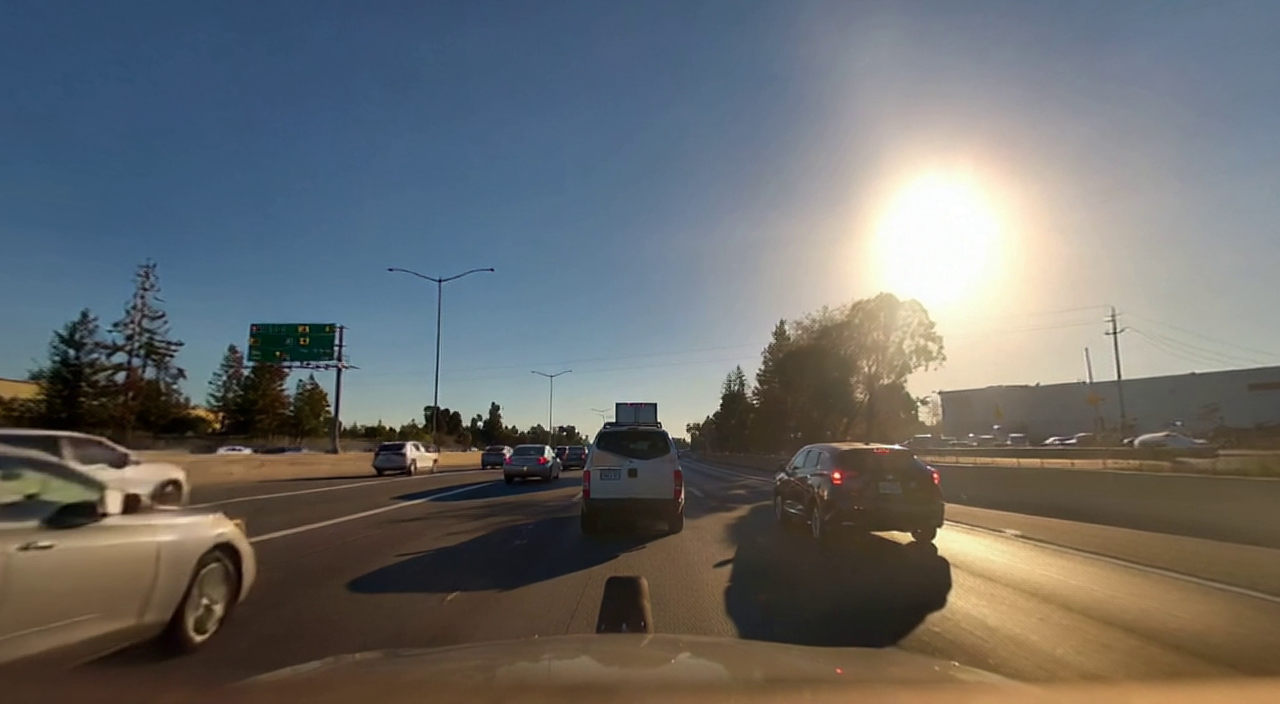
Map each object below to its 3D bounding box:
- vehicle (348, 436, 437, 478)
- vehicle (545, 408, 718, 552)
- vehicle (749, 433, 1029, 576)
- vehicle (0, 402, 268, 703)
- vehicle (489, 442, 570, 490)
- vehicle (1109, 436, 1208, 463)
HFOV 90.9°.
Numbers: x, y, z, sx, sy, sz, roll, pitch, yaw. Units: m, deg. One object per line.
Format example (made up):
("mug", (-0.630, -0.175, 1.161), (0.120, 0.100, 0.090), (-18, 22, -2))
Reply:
("vehicle", (-11.005, 4.689, 28.438), (2.129, 1.720, 4.547), (0, -9, 1))
("vehicle", (-0.122, 1.898, 9.929), (2.152, 1.779, 3.924), (0, -9, 0))
("vehicle", (3.001, 1.931, 8.893), (2.018, 1.470, 4.491), (0, -9, -2))
("vehicle", (-3.462, 0.829, 1.703), (2.132, 1.464, 4.481), (0, -9, 1))
("vehicle", (-3.683, 3.876, 21.806), (2.005, 1.458, 4.143), (0, -9, 1))
("vehicle", (32.023, 6.020, 39.095), (1.805, 1.536, 4.325), (3, -9, -18))
